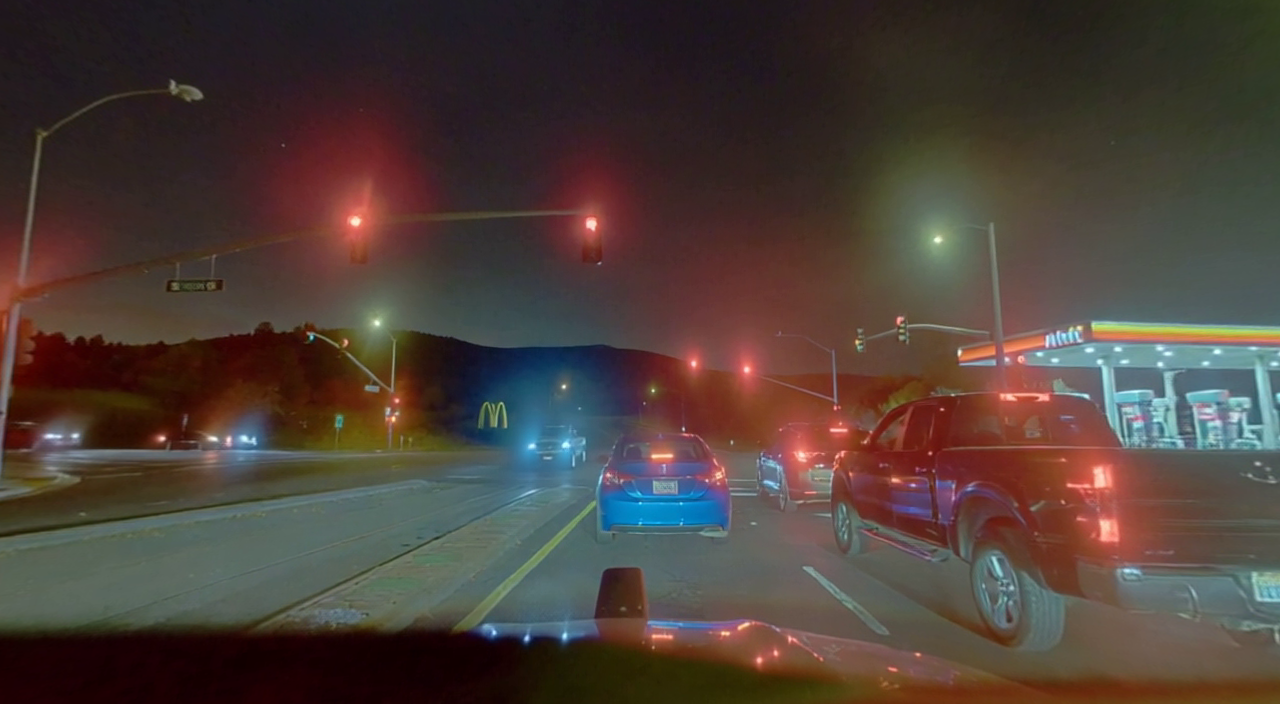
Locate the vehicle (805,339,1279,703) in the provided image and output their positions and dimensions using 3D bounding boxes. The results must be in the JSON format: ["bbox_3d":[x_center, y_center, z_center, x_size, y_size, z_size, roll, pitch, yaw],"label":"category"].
[{"bbox_3d":[3.551,1.302,6.075,2.277,1.871,6.143,0,-8,0],"label":"vehicle"}]

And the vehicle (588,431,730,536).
[{"bbox_3d":[0.271,2.181,11.053,2.027,1.494,3.824,0,-8,0],"label":"vehicle"}]

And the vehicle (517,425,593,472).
[{"bbox_3d":[-4.002,4.720,31.050,2.615,2.031,5.638,0,-8,4],"label":"vehicle"}]

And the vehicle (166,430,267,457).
[{"bbox_3d":[-23.097,5.021,34.487,4.326,1.420,1.798,-1,-8,4],"label":"vehicle"}]

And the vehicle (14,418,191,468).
[{"bbox_3d":[-19.664,3.357,23.207,4.742,1.720,2.107,-1,-8,5],"label":"vehicle"}]
